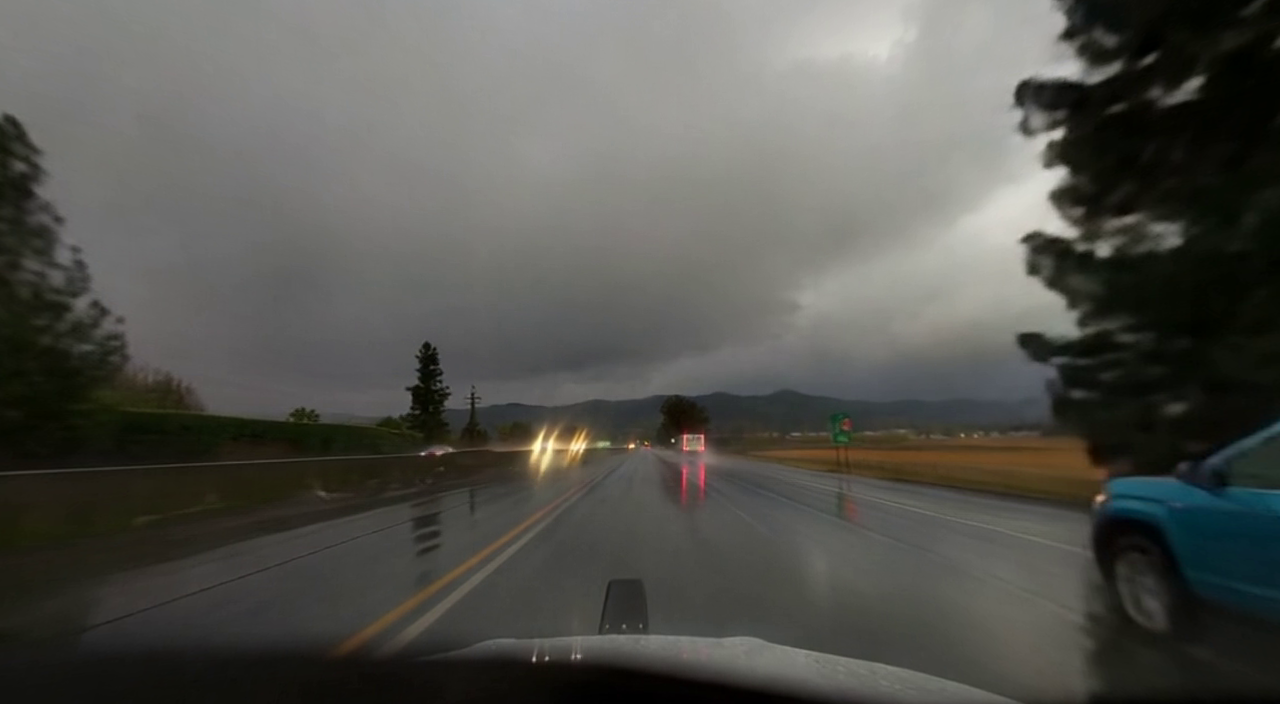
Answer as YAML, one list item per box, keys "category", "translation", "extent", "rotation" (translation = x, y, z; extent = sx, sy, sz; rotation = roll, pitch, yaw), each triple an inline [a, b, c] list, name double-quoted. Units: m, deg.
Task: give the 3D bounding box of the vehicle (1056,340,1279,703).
- category: "vehicle"
  translation: [3.936, 0.656, 1.500]
  extent: [2.070, 1.799, 5.584]
  rotation: [0, -8, 0]
